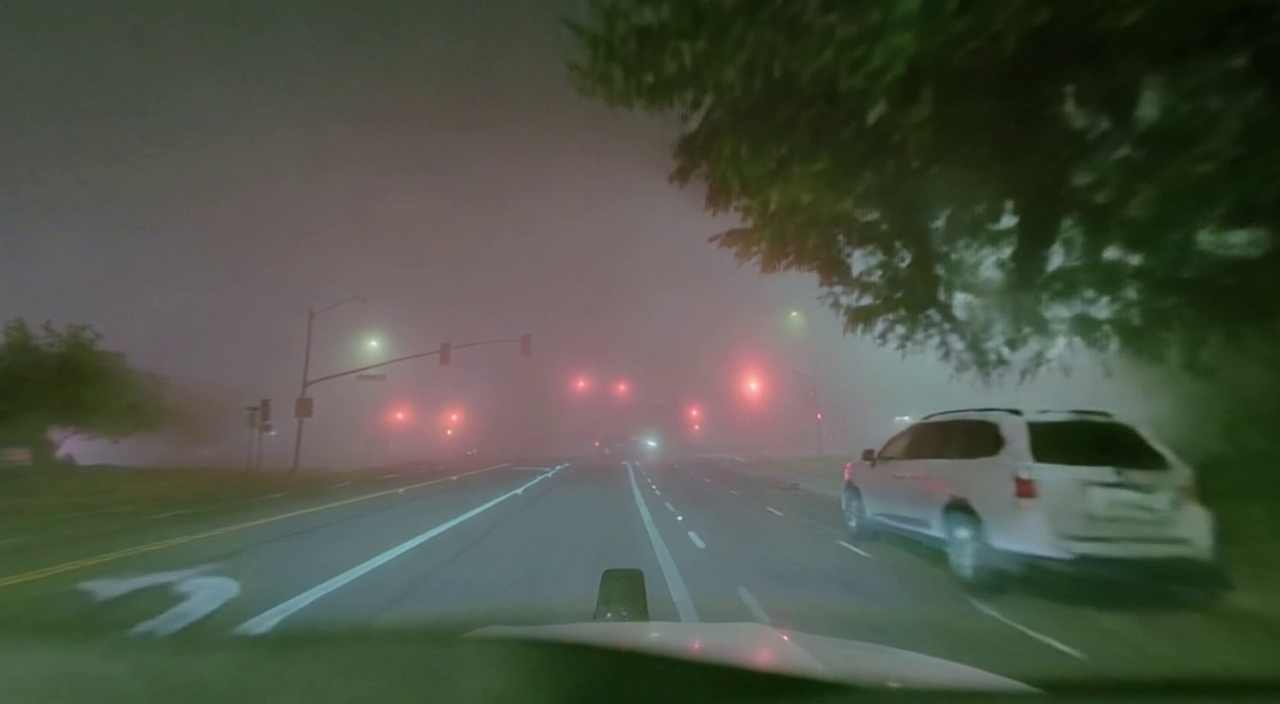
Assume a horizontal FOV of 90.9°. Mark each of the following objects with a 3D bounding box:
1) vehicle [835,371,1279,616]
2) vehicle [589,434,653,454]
[{"bbox_3d":[4.066,1.412,7.198,2.170,1.869,4.594,0,-8,0],"label":"vehicle"},{"bbox_3d":[-1.425,6.898,47.464,4.759,1.461,1.788,0,-8,-2],"label":"vehicle"}]
